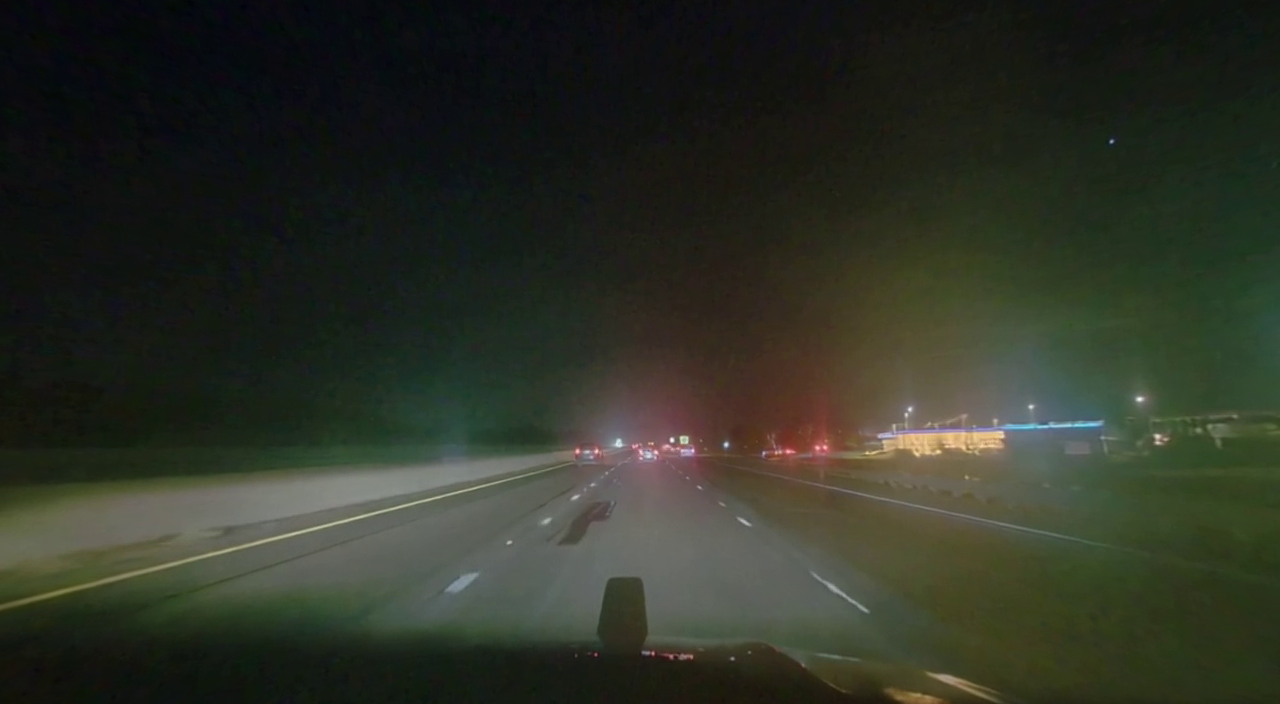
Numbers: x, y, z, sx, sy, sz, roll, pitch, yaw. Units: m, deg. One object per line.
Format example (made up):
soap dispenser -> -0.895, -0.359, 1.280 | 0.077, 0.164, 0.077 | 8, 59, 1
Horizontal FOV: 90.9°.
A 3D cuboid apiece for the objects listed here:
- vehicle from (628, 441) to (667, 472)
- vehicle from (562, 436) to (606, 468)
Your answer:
vehicle -> 0.387, 5.662, 34.444 | 2.000, 1.558, 3.945 | 0, -8, 0
vehicle -> -3.691, 6.707, 42.553 | 2.403, 1.946, 5.623 | -1, -8, 1
